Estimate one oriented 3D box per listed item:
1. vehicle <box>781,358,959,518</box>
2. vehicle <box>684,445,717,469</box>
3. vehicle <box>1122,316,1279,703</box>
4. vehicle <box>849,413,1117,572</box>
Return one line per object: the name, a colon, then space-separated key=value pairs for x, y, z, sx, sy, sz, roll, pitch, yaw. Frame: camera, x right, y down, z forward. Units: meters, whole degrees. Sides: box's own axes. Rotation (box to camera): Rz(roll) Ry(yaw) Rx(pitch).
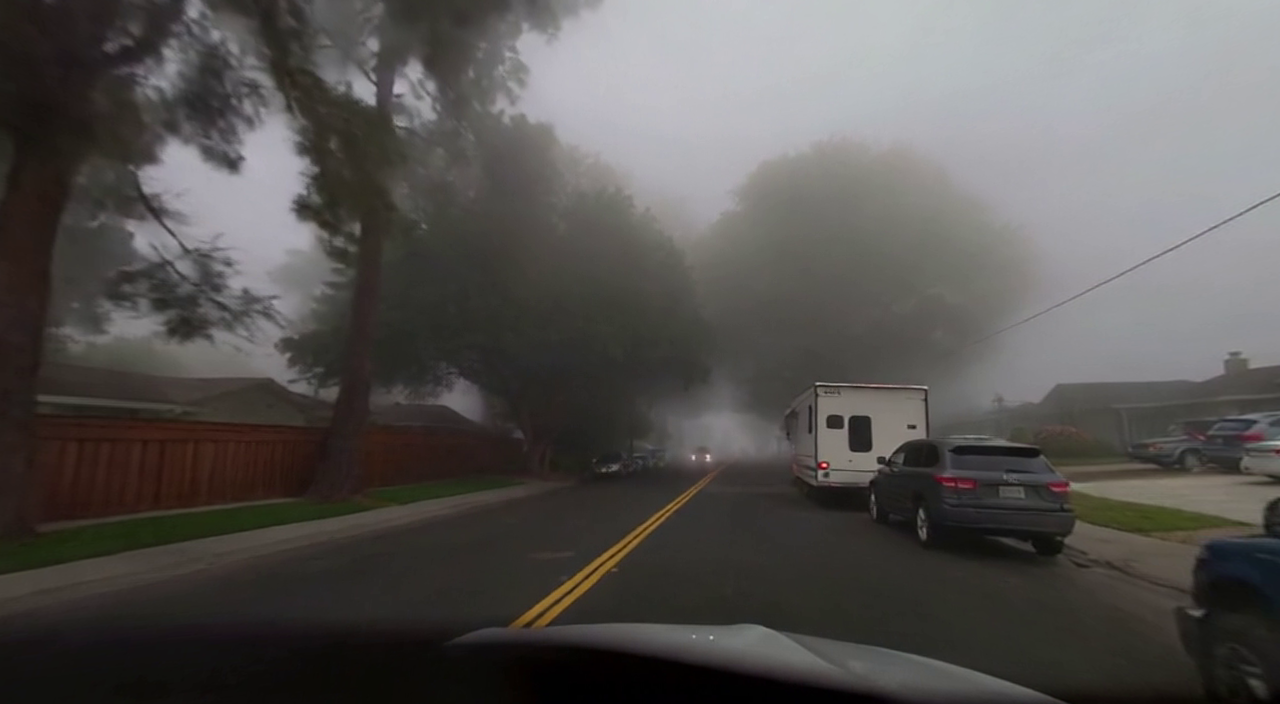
vehicle: x=6.235 y=2.695 z=19.368 sx=3.052 sy=3.440 sz=11.052 roll=-2 pitch=-9 yaw=10
vehicle: x=4.730 y=8.133 z=48.789 sx=2.194 sy=1.763 sz=4.288 roll=-2 pitch=-9 yaw=10
vehicle: x=3.323 y=0.500 z=0.450 sx=2.182 sy=1.785 sz=5.726 roll=0 pitch=-8 yaw=9
vehicle: x=4.703 y=1.963 z=9.605 sx=1.980 sy=1.782 sz=4.627 roll=-2 pitch=-9 yaw=8
